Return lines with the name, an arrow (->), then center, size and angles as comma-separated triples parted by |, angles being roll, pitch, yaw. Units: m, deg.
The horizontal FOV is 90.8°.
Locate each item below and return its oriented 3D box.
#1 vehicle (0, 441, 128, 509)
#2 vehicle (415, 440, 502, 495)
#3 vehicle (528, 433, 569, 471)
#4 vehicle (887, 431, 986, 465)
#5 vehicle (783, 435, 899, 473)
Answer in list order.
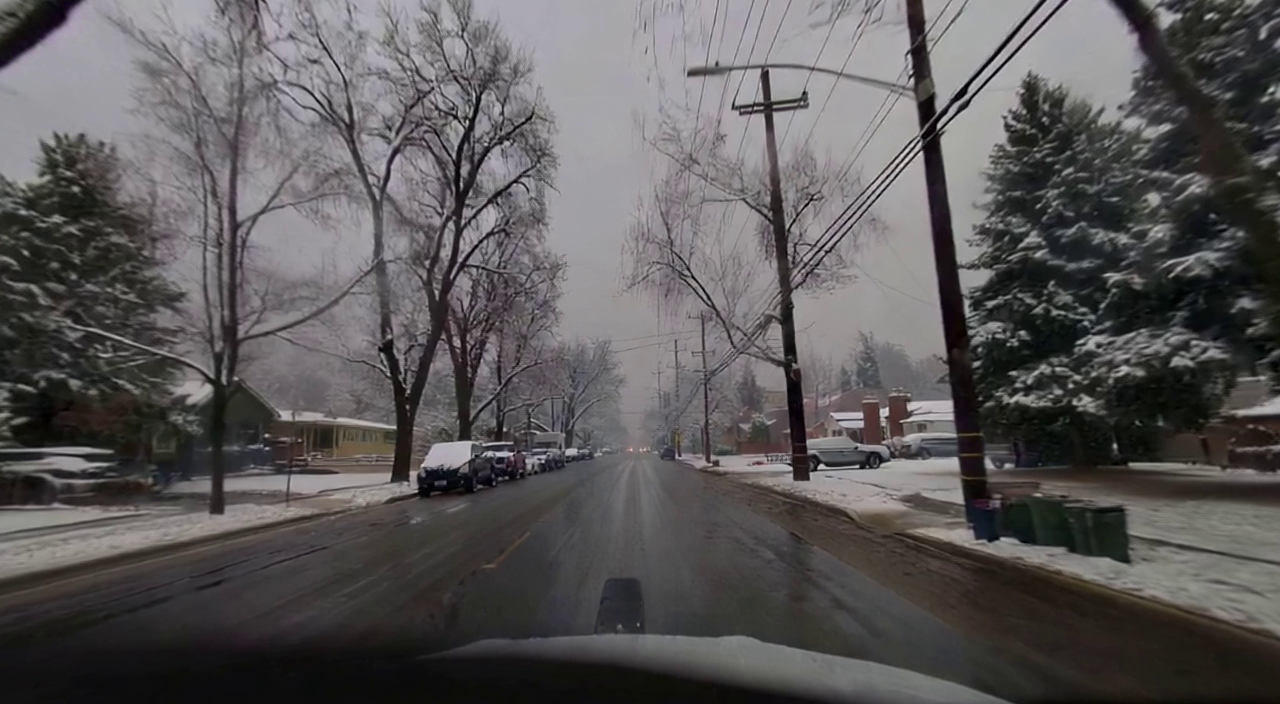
vehicle -> -17.628, 3.597, 19.050 | 1.978, 1.744, 5.108 | 4, -9, -24
vehicle -> -6.756, 4.354, 24.022 | 1.922, 1.801, 4.516 | -2, -9, 1
vehicle -> -7.118, 7.936, 49.934 | 2.439, 2.724, 5.647 | -1, -10, 0
vehicle -> 18.986, 6.159, 40.562 | 5.215, 1.910, 2.031 | -1, -11, -3
vehicle -> 9.762, 4.985, 30.973 | 4.979, 1.769, 1.943 | 0, -9, -1
